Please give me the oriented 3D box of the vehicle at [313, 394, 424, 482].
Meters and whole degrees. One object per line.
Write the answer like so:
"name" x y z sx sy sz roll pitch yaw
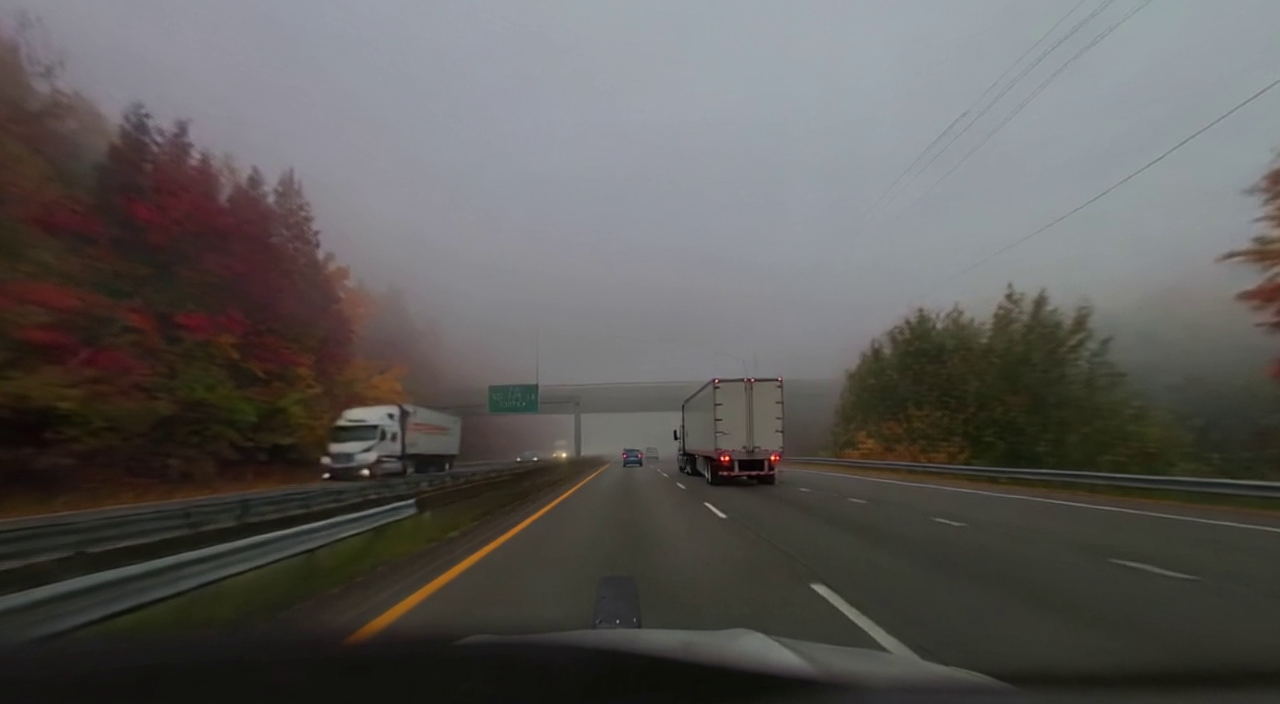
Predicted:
"vehicle" -13.950 4.550 32.888 2.872 4.094 6.767 1 -9 -2

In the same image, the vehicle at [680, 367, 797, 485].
"vehicle" 4.051 3.769 30.084 2.956 4.281 14.327 0 -9 -1

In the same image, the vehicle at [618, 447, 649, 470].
"vehicle" -0.468 7.131 42.221 1.961 1.454 3.755 0 -9 -1
